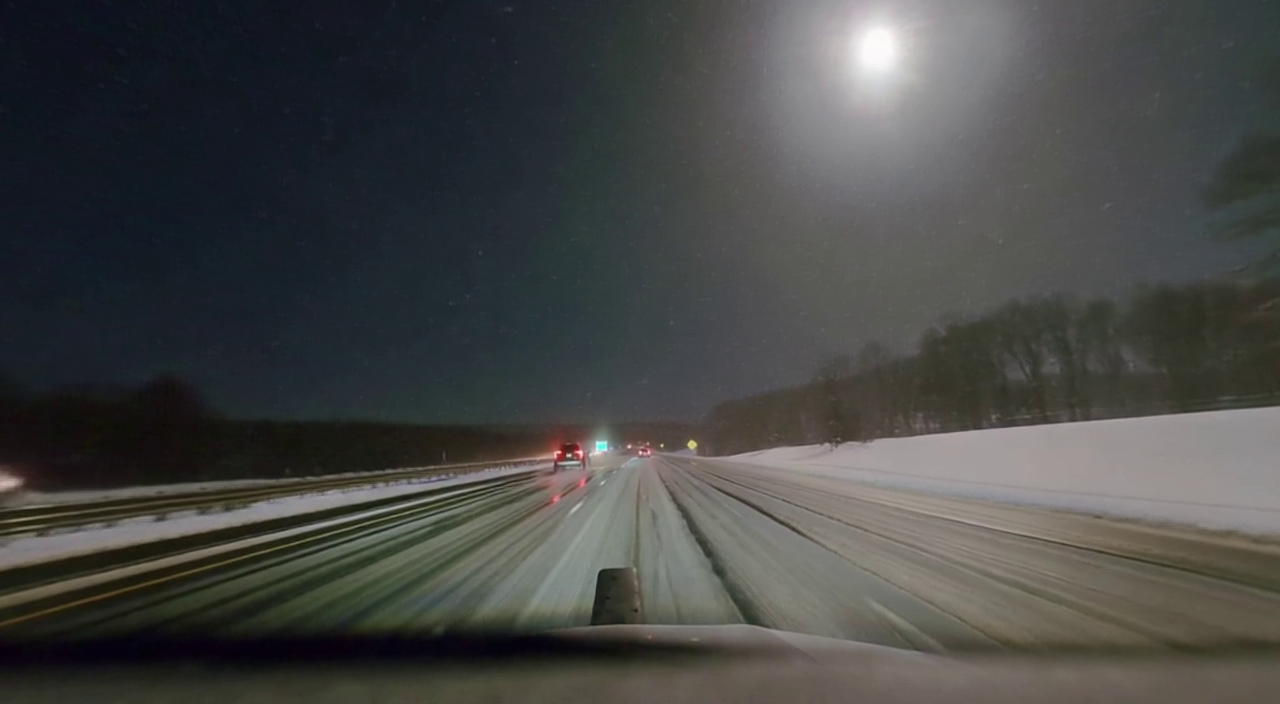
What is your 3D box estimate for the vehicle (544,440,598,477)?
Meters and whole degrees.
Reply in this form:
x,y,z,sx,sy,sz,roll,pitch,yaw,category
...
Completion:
x,y,z,sx,sy,sz,roll,pitch,yaw,category
-3.287,5.210,31.003,2.070,1.707,4.309,0,-9,1,vehicle
